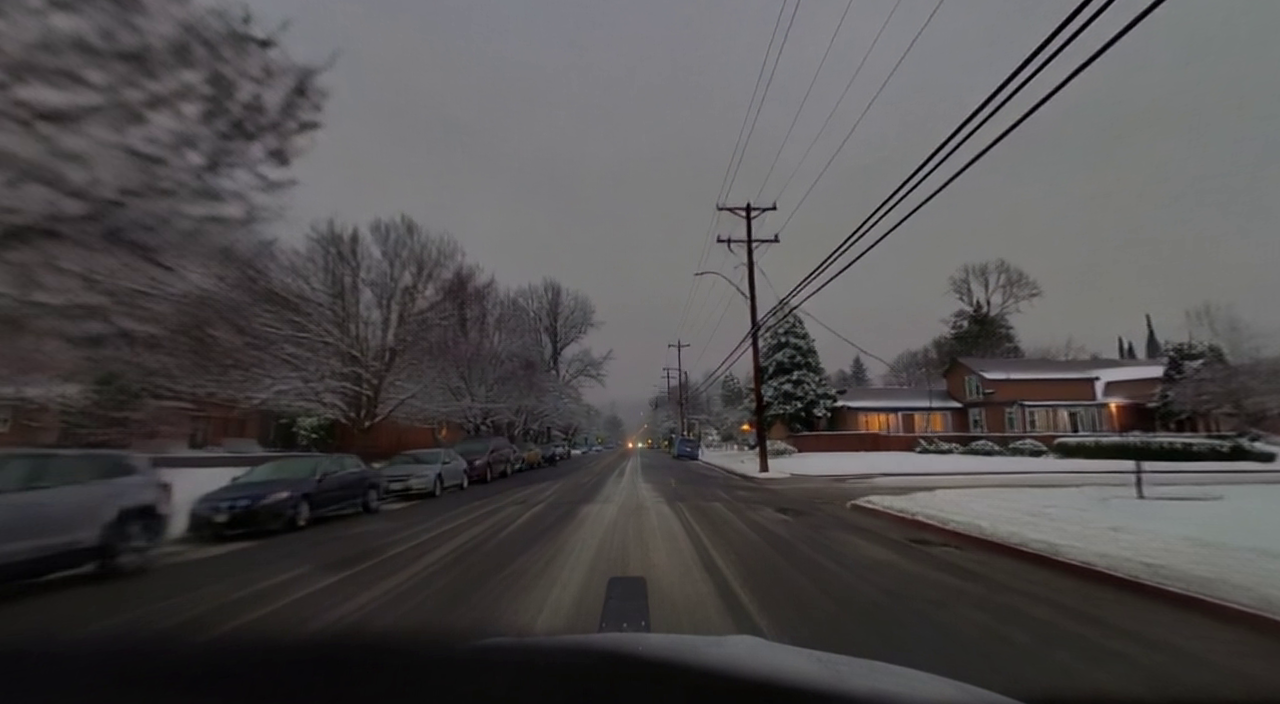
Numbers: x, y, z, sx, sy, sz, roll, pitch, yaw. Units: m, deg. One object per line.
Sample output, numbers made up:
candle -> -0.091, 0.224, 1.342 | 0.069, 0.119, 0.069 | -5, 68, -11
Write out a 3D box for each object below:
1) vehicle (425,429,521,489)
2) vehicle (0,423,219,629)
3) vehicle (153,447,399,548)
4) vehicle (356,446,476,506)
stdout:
vehicle -> -6.251, 4.085, 24.436 | 2.222, 2.022, 5.547 | 0, -8, 0
vehicle -> -6.244, 1.495, 5.634 | 1.848, 1.698, 4.482 | 0, -8, 0
vehicle -> -6.263, 2.496, 11.636 | 1.816, 1.460, 4.542 | 0, -8, 0
vehicle -> -6.164, 3.415, 17.932 | 1.890, 1.453, 4.430 | 0, -8, -2
